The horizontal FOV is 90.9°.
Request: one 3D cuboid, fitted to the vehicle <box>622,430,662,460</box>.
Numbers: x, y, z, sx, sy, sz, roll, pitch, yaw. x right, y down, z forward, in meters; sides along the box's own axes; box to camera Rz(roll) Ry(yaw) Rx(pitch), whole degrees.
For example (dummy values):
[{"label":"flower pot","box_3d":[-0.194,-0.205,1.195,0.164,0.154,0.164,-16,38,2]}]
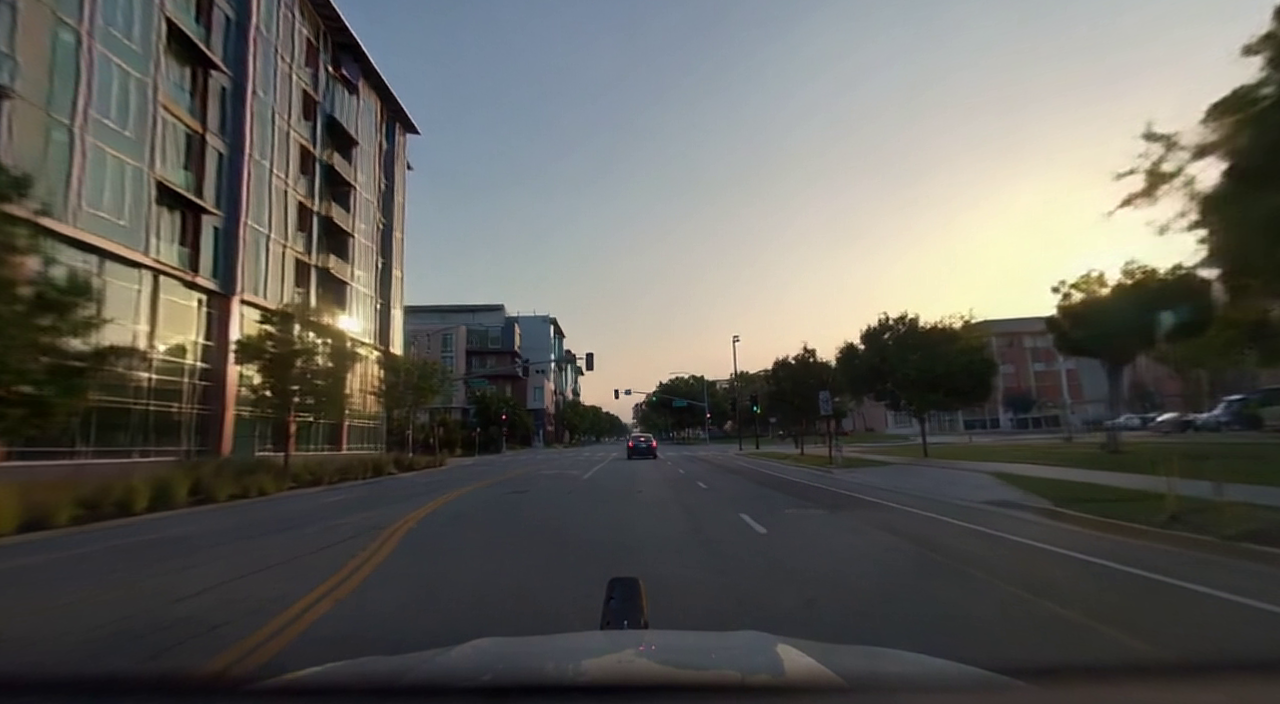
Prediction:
[{"label":"vehicle","box_3d":[0.065,5.398,36.666,2.184,1.640,4.086,0,-8,-1]}]
